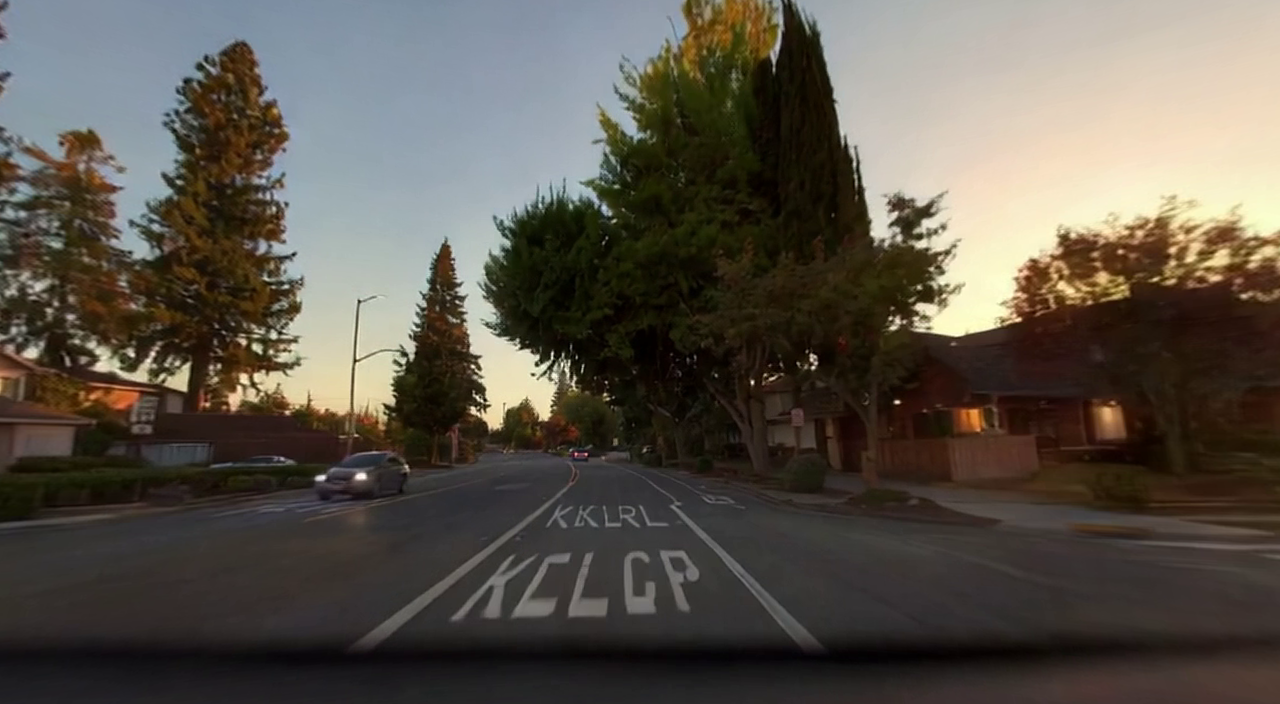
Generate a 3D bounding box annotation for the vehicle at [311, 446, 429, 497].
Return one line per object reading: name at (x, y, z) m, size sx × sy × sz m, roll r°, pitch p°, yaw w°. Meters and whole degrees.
vehicle at (-10.094, 4.464, 24.091) m, size 2.053 × 1.727 × 4.651 m, roll -1°, pitch -8°, yaw 6°
